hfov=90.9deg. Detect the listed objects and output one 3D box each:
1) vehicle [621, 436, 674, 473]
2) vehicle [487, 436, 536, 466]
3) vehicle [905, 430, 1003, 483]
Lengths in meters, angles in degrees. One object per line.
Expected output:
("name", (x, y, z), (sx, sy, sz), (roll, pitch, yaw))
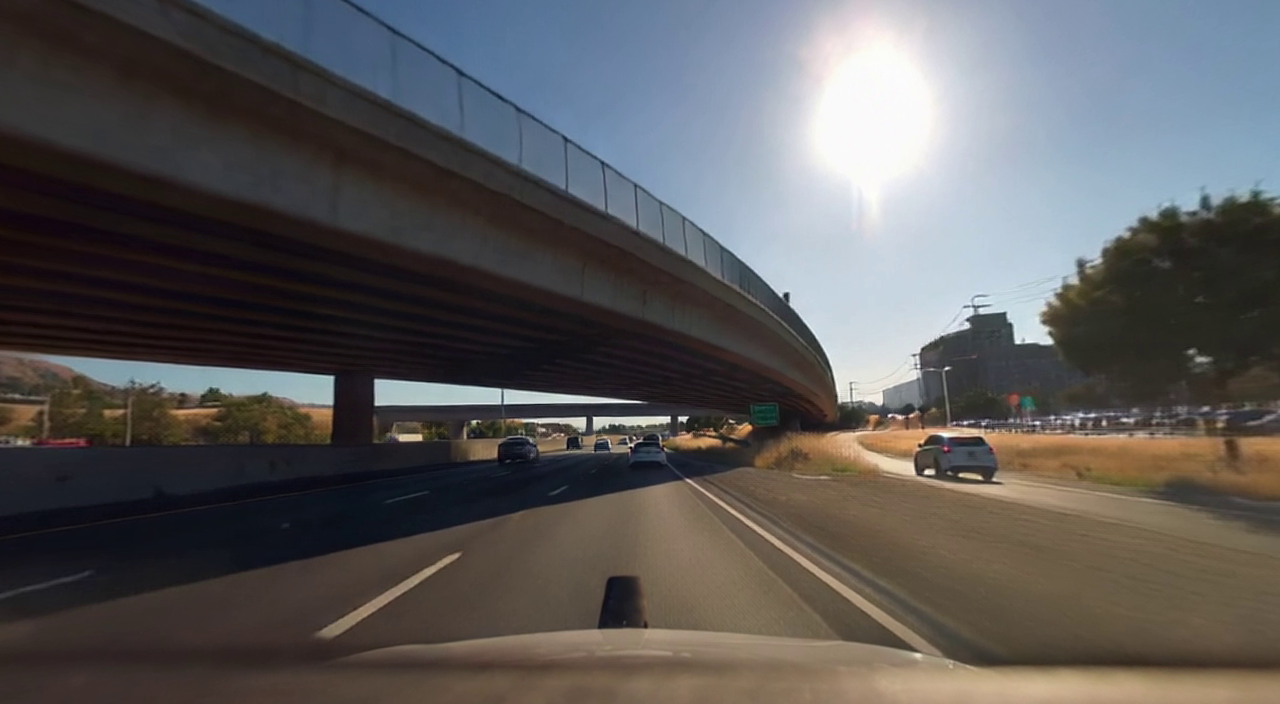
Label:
("vehicle", (0.263, 4.494, 27.757), (2.145, 1.493, 4.146), (0, -9, -1))
("vehicle", (-7.679, 5.953, 38.132), (2.067, 1.682, 4.388), (0, -9, 0))
("vehicle", (12.021, 4.010, 24.510), (2.095, 1.674, 4.530), (3, -8, 8))
